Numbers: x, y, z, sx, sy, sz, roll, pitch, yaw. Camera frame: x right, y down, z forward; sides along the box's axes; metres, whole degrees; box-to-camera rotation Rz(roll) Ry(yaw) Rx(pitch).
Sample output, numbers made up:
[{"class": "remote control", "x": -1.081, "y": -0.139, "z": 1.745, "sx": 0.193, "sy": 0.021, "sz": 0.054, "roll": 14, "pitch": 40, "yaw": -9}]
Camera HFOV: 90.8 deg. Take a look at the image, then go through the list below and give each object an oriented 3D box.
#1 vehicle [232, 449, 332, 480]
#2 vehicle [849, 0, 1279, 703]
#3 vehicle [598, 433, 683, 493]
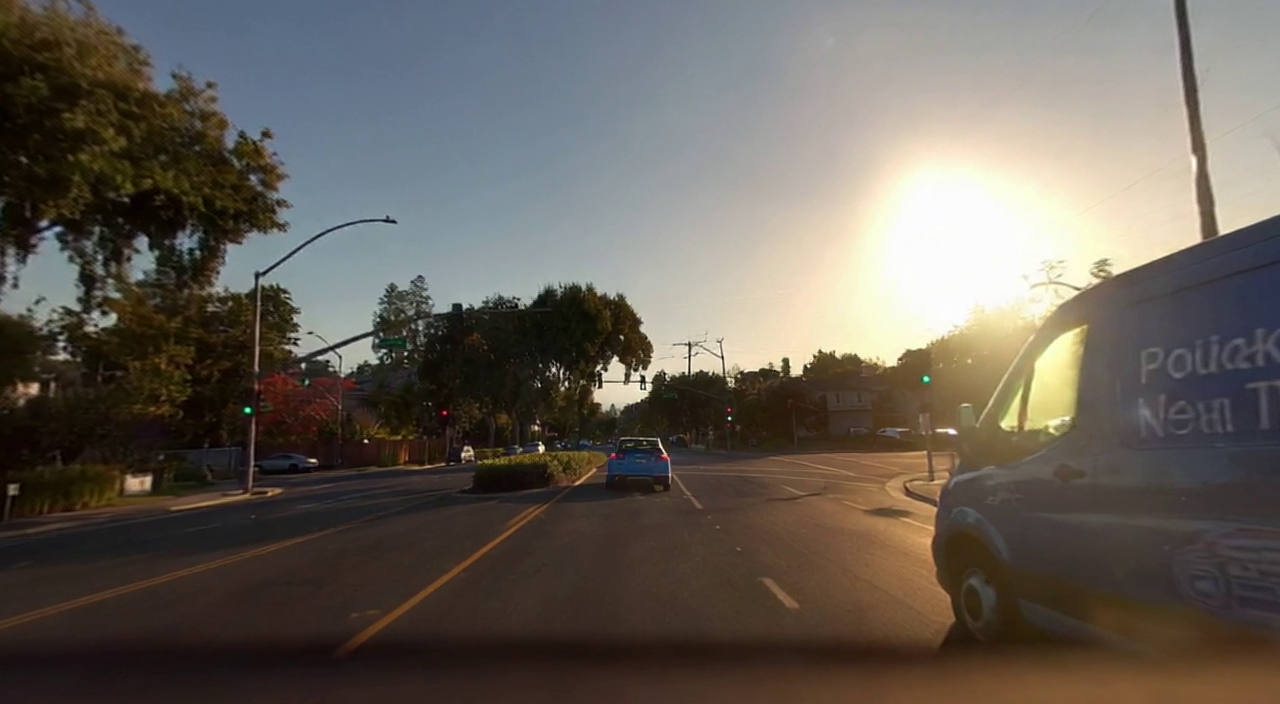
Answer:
[{"class": "vehicle", "x": -20.548, "y": 6.453, "z": 36.387, "sx": 4.588, "sy": 1.703, "sz": 1.879, "roll": 0, "pitch": -9, "yaw": 1}, {"class": "vehicle", "x": 2.940, "y": 0.079, "z": 0.953, "sx": 2.770, "sy": 3.054, "sz": 7.271, "roll": 0, "pitch": -9, "yaw": 0}, {"class": "vehicle", "x": -0.005, "y": 3.076, "z": 17.799, "sx": 2.104, "sy": 1.462, "sz": 3.991, "roll": 0, "pitch": -9, "yaw": 0}]
